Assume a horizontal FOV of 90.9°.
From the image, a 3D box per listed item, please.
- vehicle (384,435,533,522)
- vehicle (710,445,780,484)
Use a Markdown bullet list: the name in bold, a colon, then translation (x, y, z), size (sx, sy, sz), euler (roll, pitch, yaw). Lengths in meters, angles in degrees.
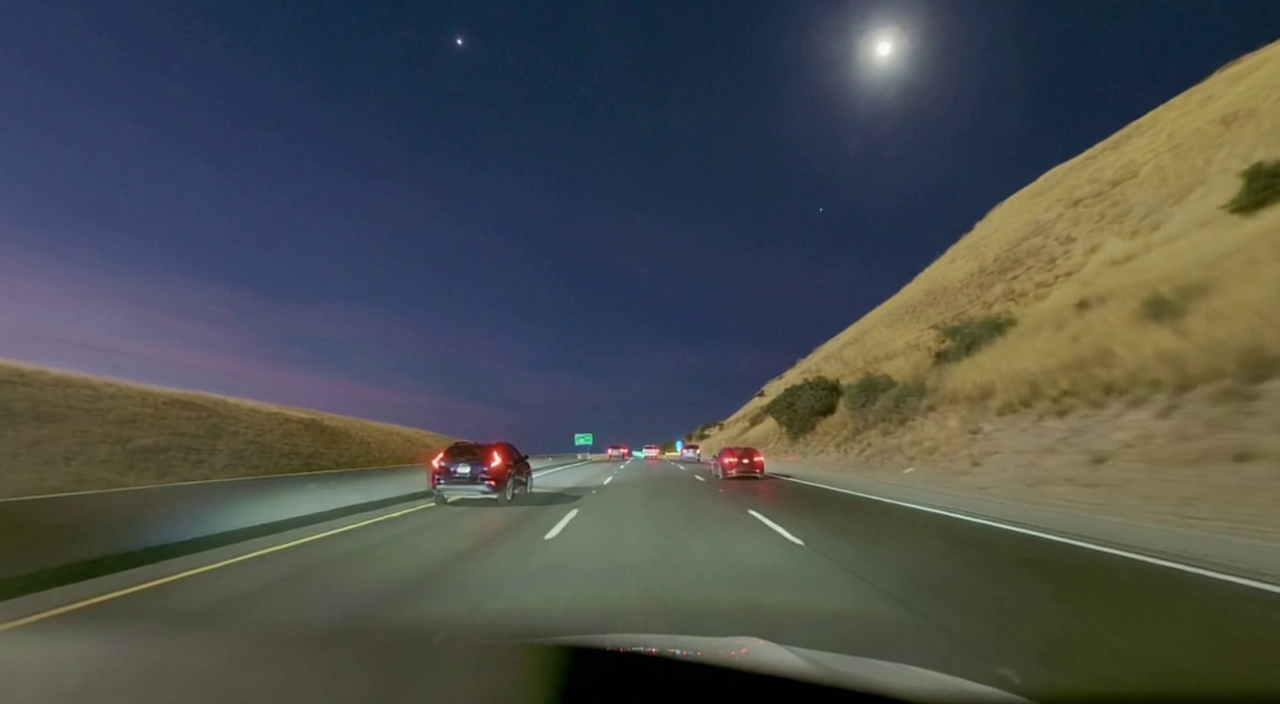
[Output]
- **vehicle**: translation (-3.558, 2.543, 13.210), size (1.910, 1.521, 3.930), euler (0, -8, 1)
- **vehicle**: translation (3.886, 4.199, 23.862), size (1.976, 1.352, 3.602), euler (0, -8, -1)
